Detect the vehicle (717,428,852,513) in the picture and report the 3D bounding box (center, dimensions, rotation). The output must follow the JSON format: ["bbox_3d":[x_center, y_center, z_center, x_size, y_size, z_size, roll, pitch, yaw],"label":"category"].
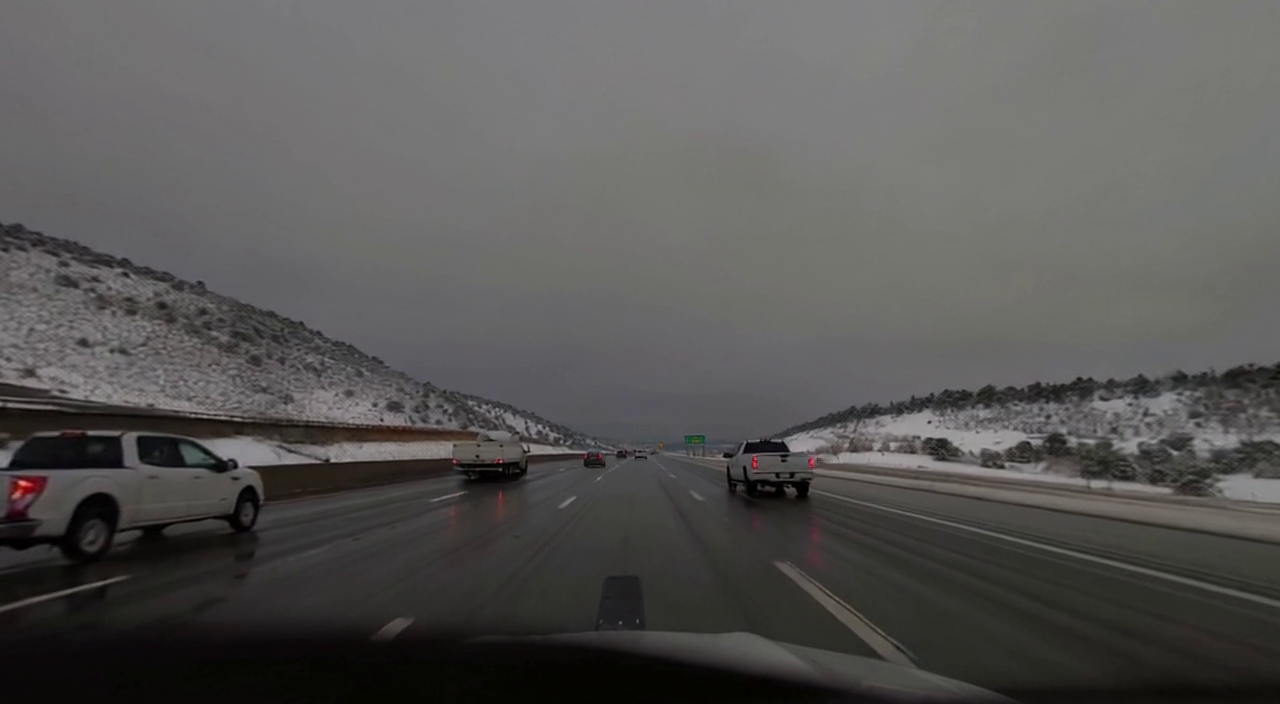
[{"bbox_3d":[3.378,2.898,15.835,2.231,1.789,4.700,0,-9,0],"label":"vehicle"}]

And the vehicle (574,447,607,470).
[{"bbox_3d":[-3.486,7.584,44.999,2.009,1.593,4.378,0,-9,-1],"label":"vehicle"}]

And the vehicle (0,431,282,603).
[{"bbox_3d":[-6.830,1.833,7.808,1.935,1.550,4.883,0,-9,-1],"label":"vehicle"}]

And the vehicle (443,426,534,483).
[{"bbox_3d":[-7.363,5.141,31.753,2.937,2.509,7.090,0,-9,-1],"label":"vehicle"}]
